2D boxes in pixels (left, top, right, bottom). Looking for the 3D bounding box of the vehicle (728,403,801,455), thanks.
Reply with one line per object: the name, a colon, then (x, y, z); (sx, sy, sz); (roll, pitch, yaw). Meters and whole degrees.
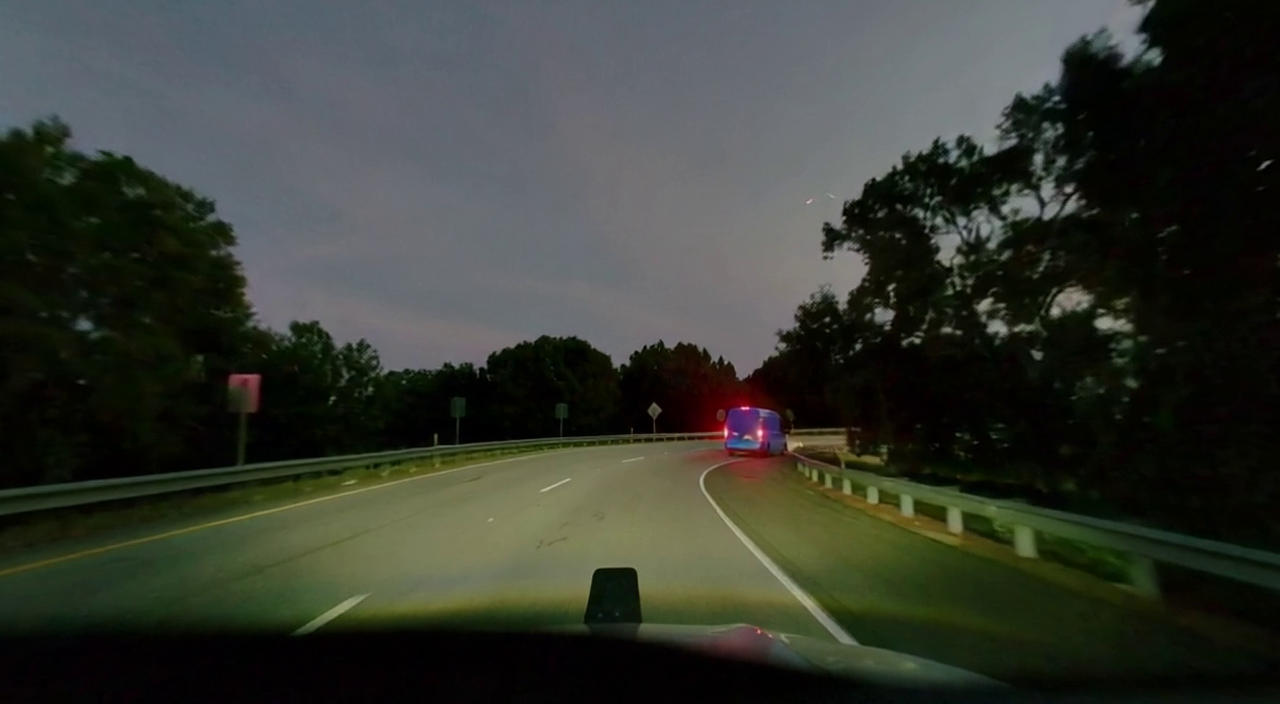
vehicle: (6.898, 4.222, 34.474); (2.352, 2.577, 5.330); (-4, -9, 29)
